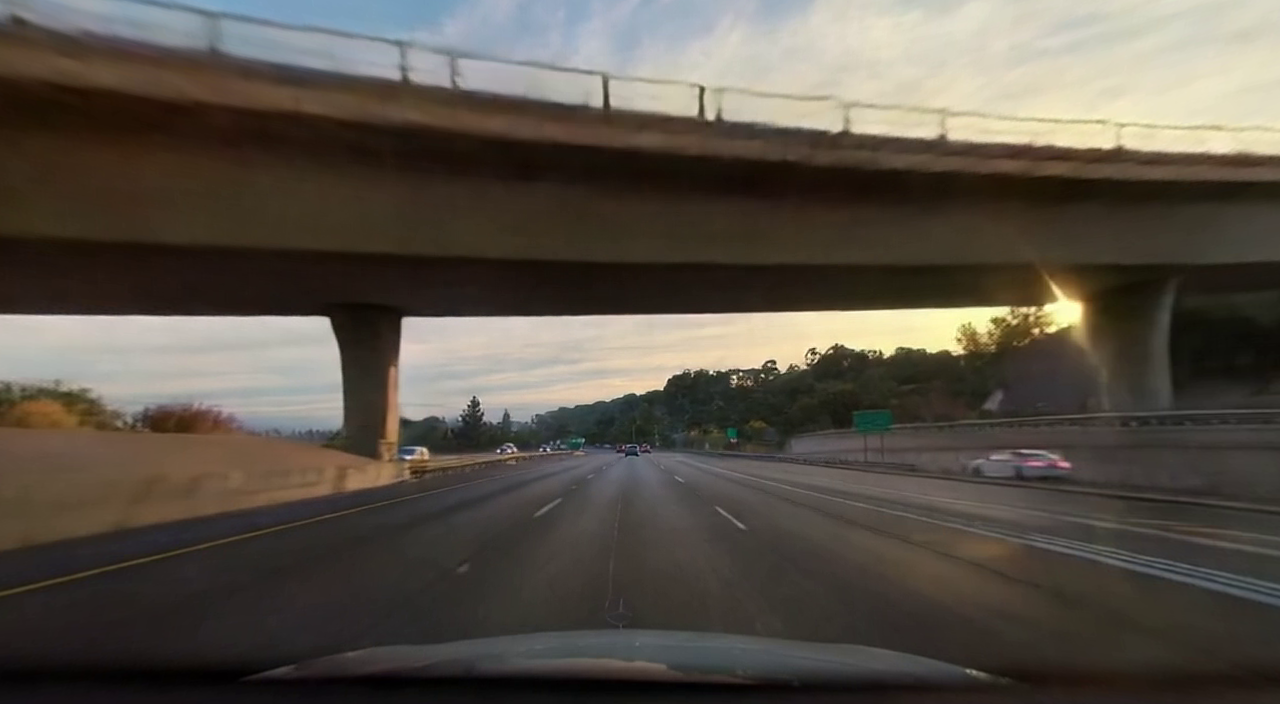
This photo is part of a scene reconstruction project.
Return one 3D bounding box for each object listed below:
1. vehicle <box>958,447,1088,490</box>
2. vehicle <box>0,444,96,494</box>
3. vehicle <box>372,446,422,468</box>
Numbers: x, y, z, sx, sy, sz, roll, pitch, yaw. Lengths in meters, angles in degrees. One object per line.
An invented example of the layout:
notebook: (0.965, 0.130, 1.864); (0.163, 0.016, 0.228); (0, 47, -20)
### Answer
vehicle: (15.268, 4.646, 25.627); (1.959, 1.519, 5.235); (0, -9, -1)
vehicle: (-23.270, 4.301, 23.441); (1.950, 1.744, 4.711); (0, -9, 0)
vehicle: (-17.538, 7.572, 45.834); (1.842, 1.484, 4.507); (0, -9, 0)
